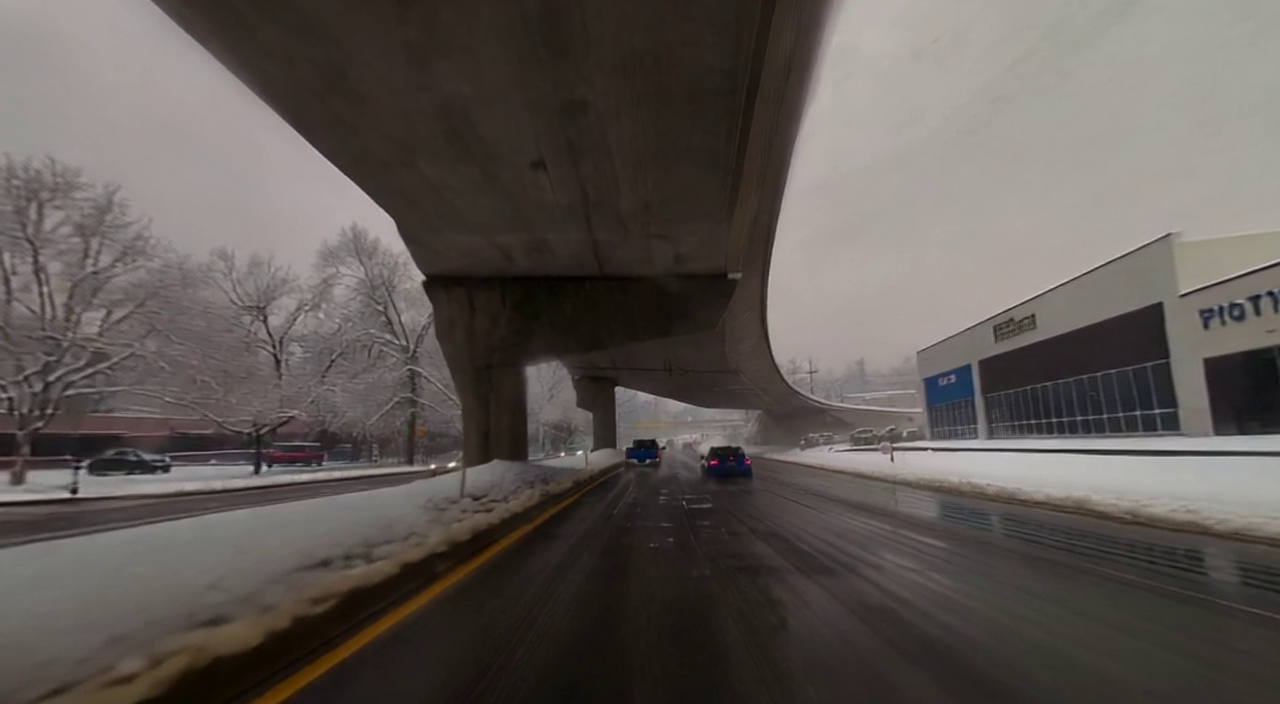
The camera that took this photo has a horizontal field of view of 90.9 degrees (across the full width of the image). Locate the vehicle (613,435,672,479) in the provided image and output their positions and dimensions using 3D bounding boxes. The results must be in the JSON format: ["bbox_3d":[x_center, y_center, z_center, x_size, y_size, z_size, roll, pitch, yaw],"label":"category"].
[{"bbox_3d":[0.168,4.713,28.465,2.441,1.813,4.581,0,-9,1],"label":"vehicle"}]

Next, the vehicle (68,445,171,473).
[{"bbox_3d":[-33.612,6.910,40.836,4.540,1.717,2.066,2,-9,-13],"label":"vehicle"}]

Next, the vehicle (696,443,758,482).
[{"bbox_3d":[3.556,4.594,26.568,1.954,1.479,4.557,0,-9,0],"label":"vehicle"}]

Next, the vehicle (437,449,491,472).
[{"bbox_3d":[-12.548,7.743,45.225,1.995,1.472,4.704,-1,-9,8],"label":"vehicle"}]
